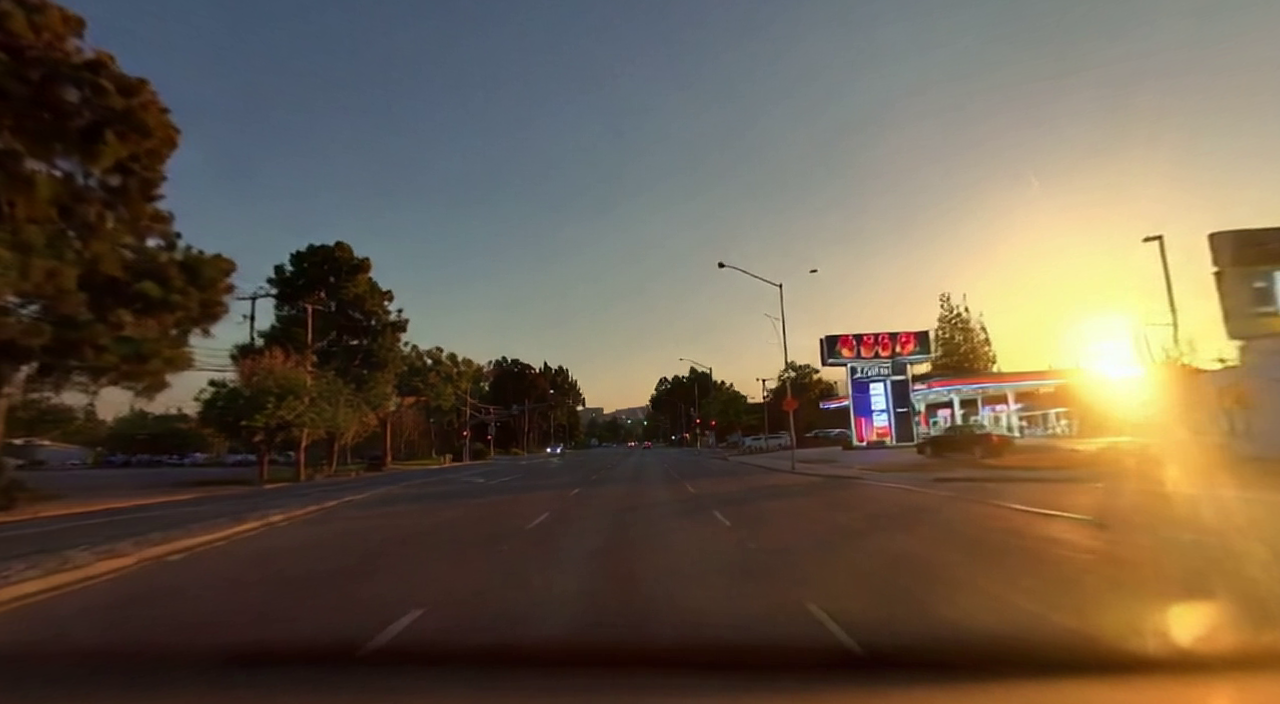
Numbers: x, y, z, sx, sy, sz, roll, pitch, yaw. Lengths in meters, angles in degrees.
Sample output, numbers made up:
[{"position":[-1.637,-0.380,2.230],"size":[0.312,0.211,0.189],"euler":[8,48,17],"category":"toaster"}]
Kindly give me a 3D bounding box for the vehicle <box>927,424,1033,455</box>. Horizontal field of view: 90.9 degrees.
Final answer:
[{"position":[18.125,4.731,33.895],"size":[4.812,1.567,2.123],"euler":[-4,-9,24],"category":"vehicle"}]
